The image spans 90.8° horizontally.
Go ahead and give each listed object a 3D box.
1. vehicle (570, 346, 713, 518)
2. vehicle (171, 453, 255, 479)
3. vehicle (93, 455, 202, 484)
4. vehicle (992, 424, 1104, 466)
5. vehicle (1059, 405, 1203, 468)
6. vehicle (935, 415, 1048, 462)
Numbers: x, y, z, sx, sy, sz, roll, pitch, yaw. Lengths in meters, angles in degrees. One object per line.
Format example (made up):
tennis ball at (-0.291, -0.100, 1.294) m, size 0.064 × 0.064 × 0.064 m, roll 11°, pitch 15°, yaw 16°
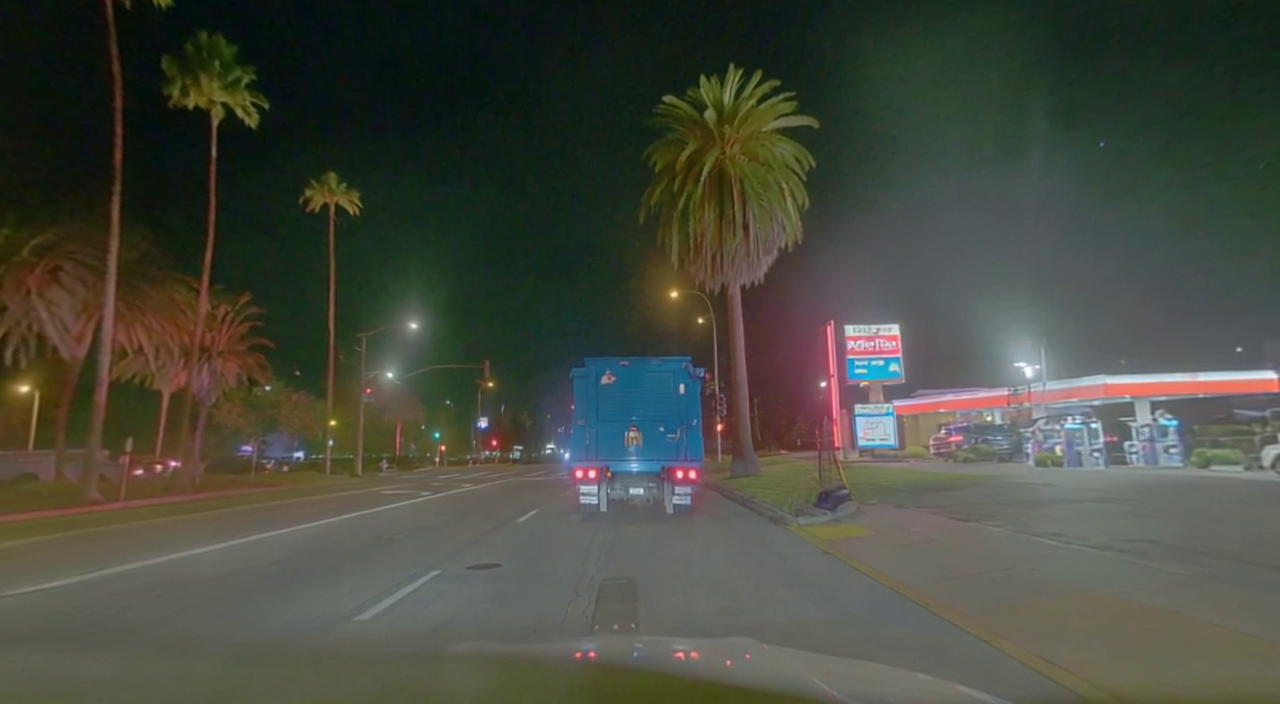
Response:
vehicle at (0.028, 1.761, 13.996) m, size 2.463 × 2.954 × 5.938 m, roll 1°, pitch -8°, yaw 0°
vehicle at (-27.948, 7.447, 41.505) m, size 4.303 × 1.567 × 2.021 m, roll 4°, pitch -9°, yaw -28°
vehicle at (-27.612, 6.581, 35.614) m, size 4.493 × 1.453 × 1.912 m, roll 4°, pitch -9°, yaw -27°
vehicle at (15.260, 3.467, 23.569) m, size 4.105 × 1.433 × 1.931 m, roll 6°, pitch -10°, yaw -33°
vehicle at (15.768, 2.693, 20.236) m, size 4.472 × 1.730 × 1.939 m, roll 2°, pitch -10°, yaw -31°
vehicle at (15.998, 3.955, 28.700) m, size 5.078 × 1.937 × 2.326 m, roll 6°, pitch -10°, yaw -34°
